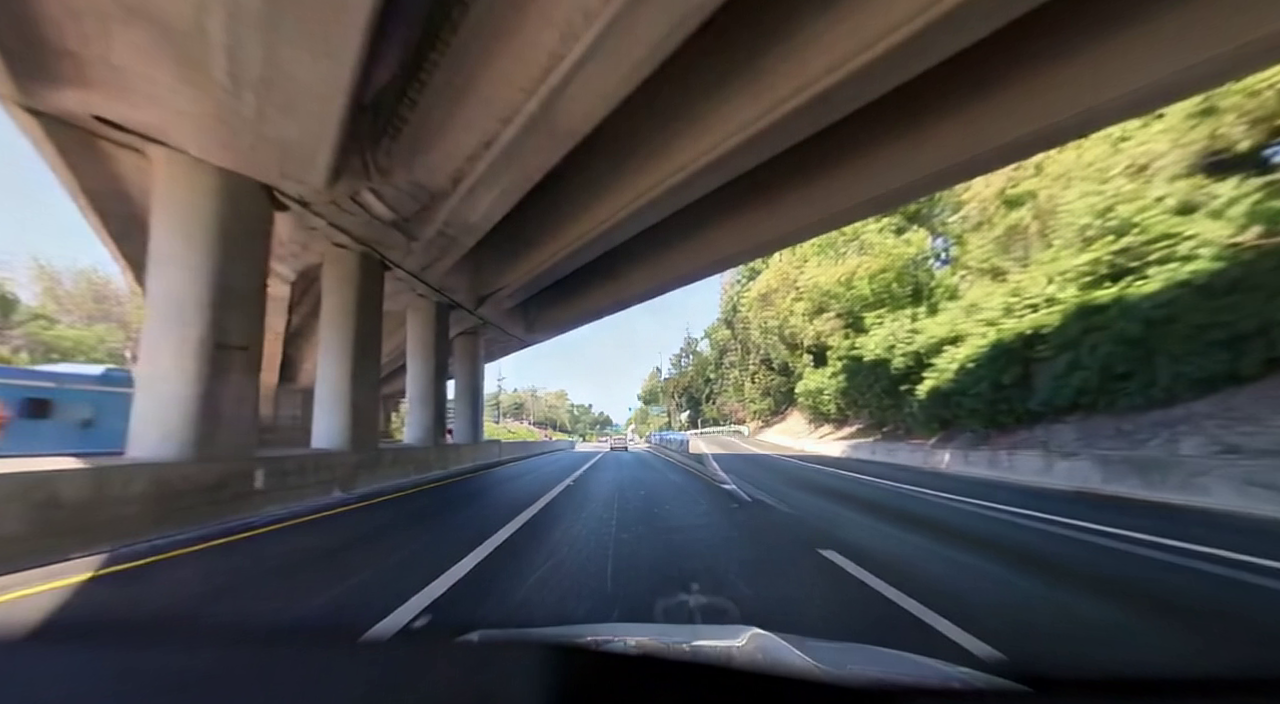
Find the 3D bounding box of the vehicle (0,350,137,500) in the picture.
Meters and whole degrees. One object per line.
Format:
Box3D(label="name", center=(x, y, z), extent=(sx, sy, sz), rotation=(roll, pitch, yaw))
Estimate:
Box3D(label="vehicle", center=(-18.419, 1.655, 14.592), extent=(2.869, 3.964, 13.316), rotation=(0, -8, -1))
